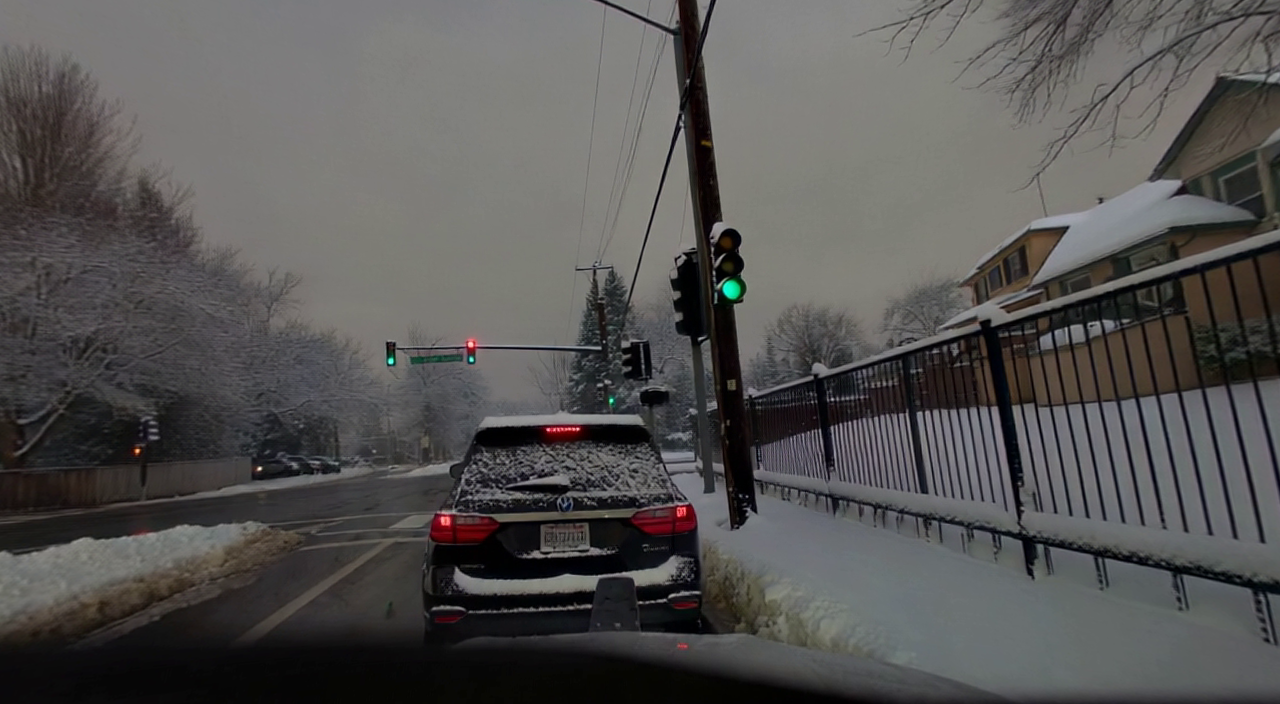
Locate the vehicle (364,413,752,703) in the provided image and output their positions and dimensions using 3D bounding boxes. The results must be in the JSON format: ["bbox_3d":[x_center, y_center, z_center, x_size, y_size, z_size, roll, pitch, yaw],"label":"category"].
[{"bbox_3d":[-0.675,1.359,5.228,2.024,1.502,3.702,1,-9,-9],"label":"vehicle"}]
